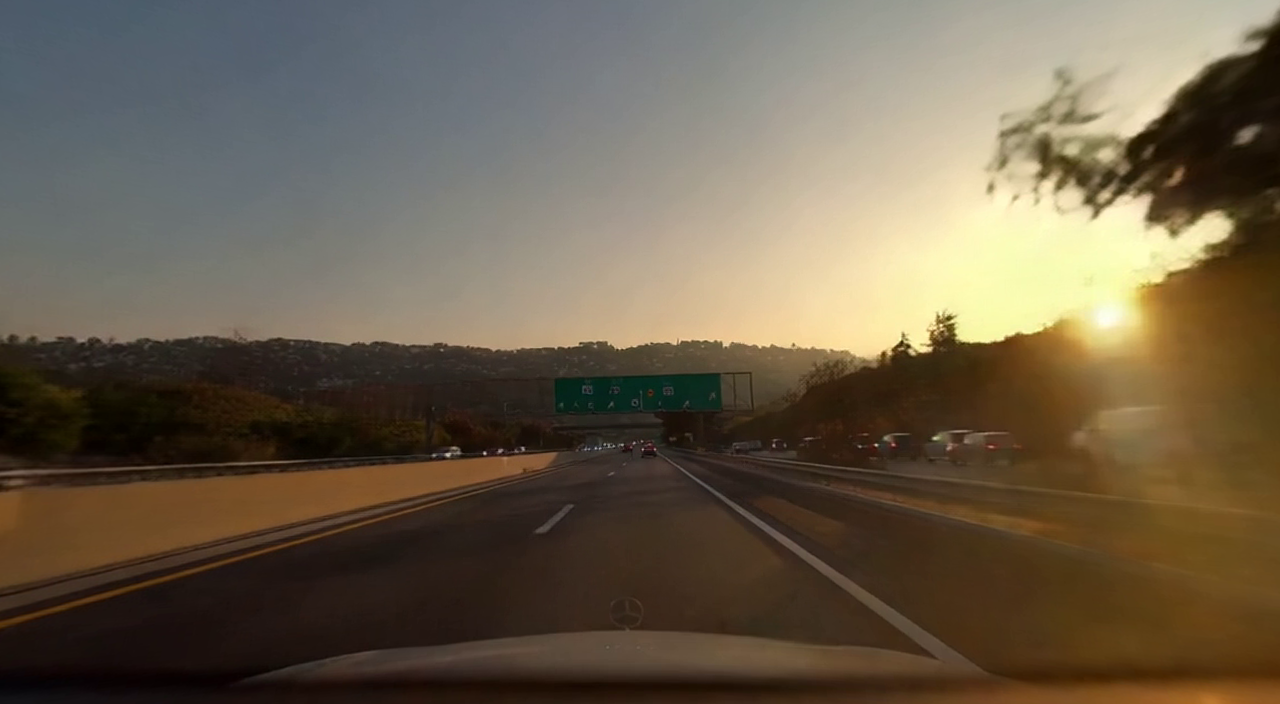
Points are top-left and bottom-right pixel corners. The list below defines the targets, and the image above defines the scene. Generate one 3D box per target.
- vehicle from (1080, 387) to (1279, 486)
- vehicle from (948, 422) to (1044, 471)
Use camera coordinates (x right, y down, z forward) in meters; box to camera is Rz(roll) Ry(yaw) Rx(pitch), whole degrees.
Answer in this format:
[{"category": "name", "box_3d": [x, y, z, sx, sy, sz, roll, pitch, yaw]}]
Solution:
[{"category": "vehicle", "box_3d": [27.666, 4.366, 32.302, 3.160, 4.297, 9.428, 0, -9, -1]}, {"category": "vehicle", "box_3d": [27.717, 7.443, 49.603, 2.898, 3.543, 7.437, -1, -9, -1]}]
